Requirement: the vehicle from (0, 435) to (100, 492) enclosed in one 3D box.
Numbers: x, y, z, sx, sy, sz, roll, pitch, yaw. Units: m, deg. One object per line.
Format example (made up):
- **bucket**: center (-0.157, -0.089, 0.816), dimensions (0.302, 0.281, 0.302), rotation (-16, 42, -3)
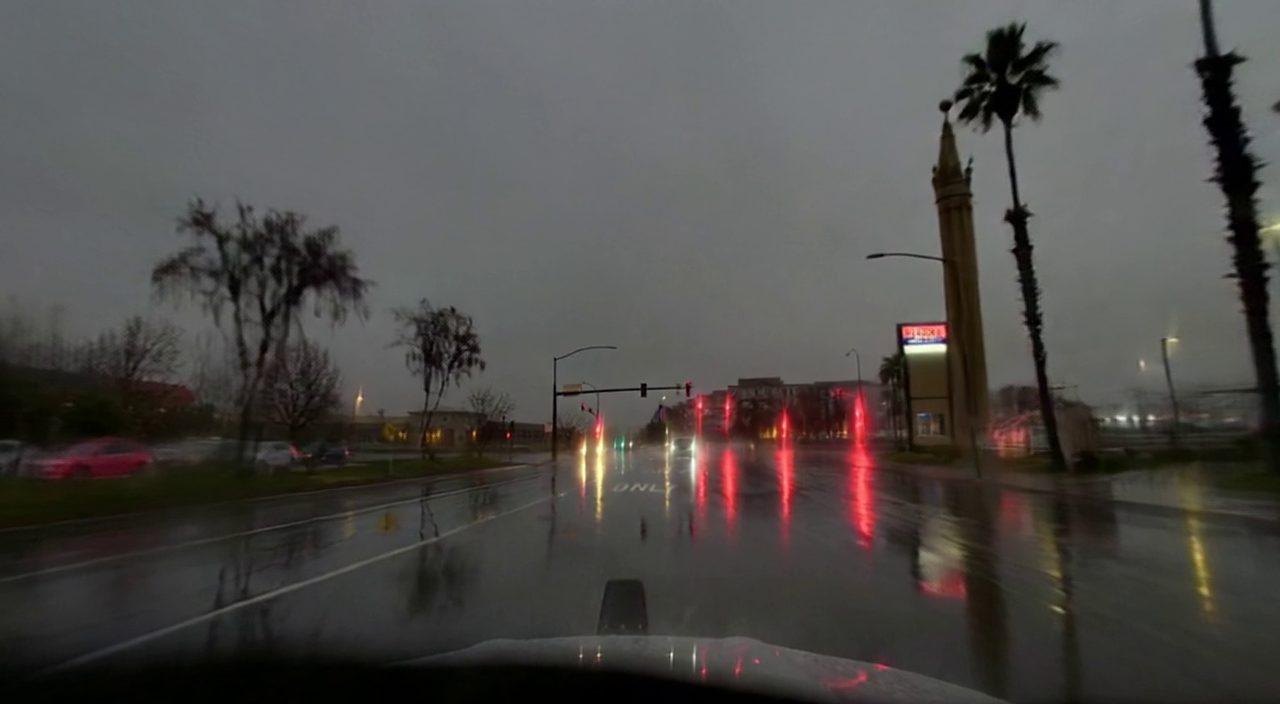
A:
- **vehicle**: center (-22.128, 3.862, 21.979), dimensions (4.486, 1.801, 2.250), rotation (-1, -6, 3)
